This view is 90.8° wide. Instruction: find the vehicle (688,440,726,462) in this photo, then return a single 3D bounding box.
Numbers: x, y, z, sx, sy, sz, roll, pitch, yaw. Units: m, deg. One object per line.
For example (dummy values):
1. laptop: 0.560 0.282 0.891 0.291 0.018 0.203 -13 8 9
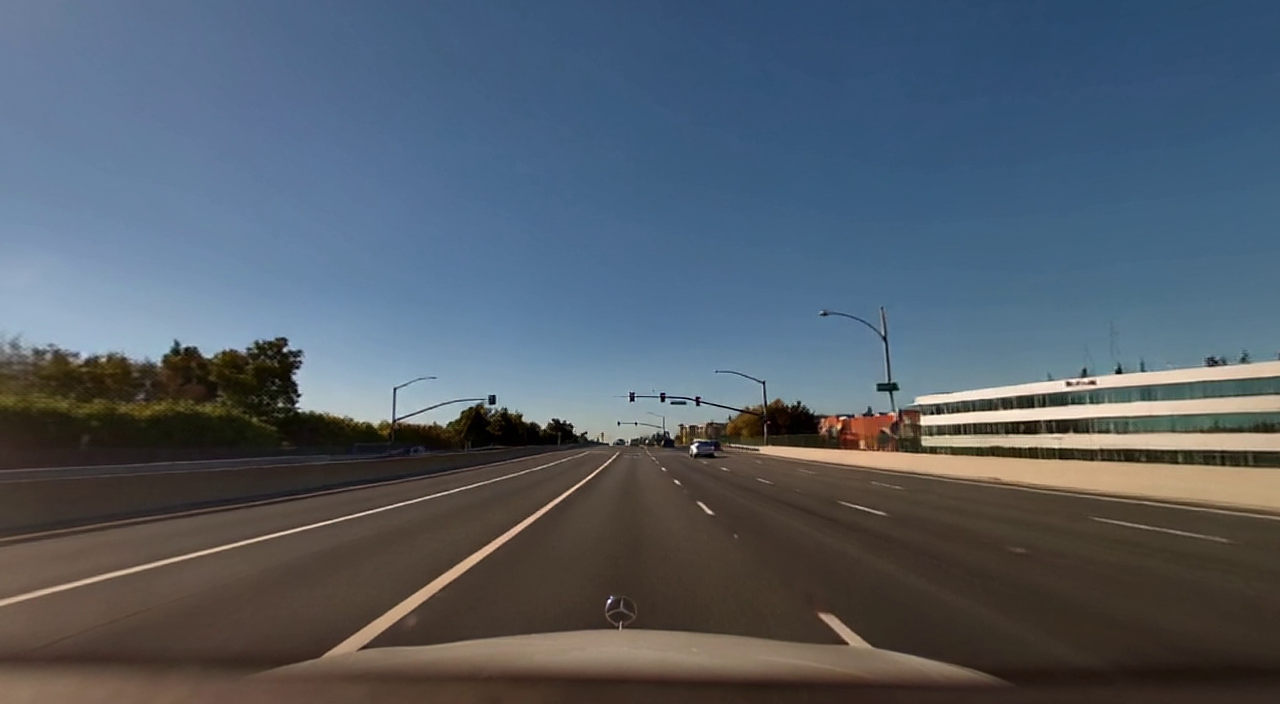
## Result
1. vehicle: 4.833 7.217 46.150 2.187 1.475 4.529 0 -9 0
